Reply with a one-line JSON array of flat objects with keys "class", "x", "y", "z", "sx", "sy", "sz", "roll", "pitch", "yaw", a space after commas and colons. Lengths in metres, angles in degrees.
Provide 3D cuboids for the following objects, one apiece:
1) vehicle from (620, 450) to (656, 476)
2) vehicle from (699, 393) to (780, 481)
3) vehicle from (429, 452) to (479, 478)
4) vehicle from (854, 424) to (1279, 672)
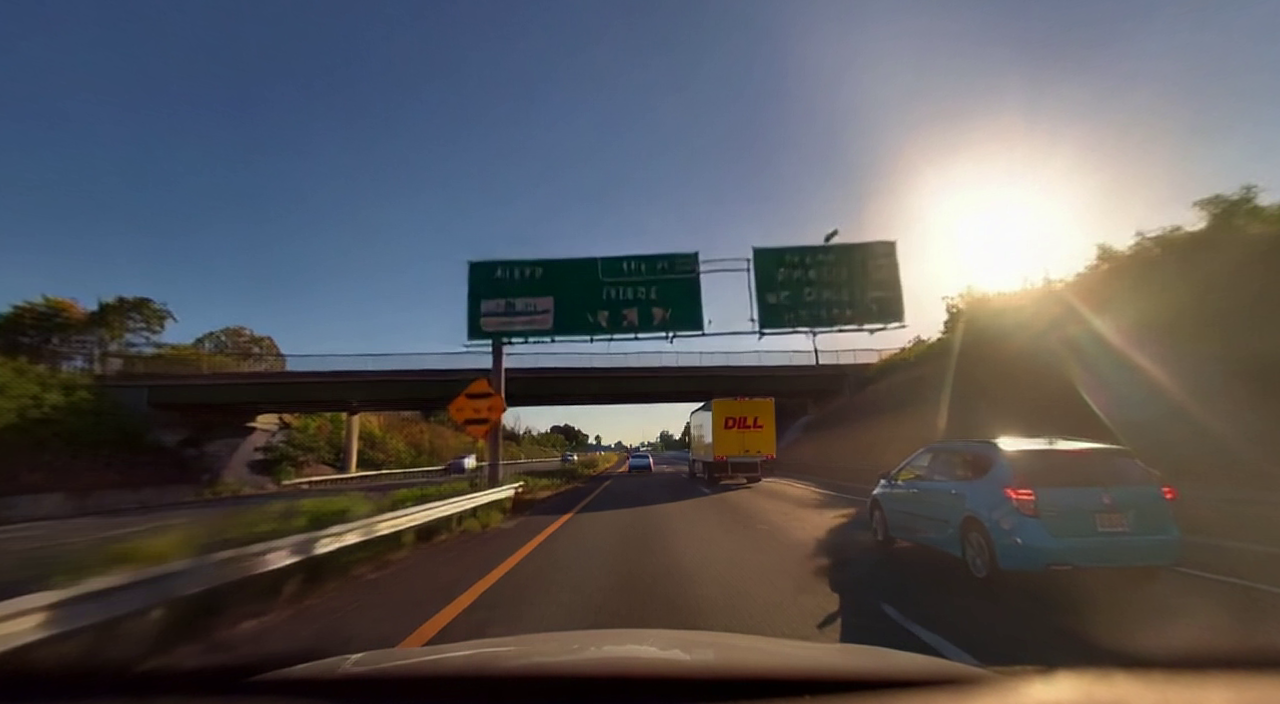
[{"class": "vehicle", "x": -0.104, "y": 6.731, "z": 38.310, "sx": 2.055, "sy": 1.445, "sz": 3.661, "roll": -1, "pitch": -9, "yaw": 0}, {"class": "vehicle", "x": 4.961, "y": 4.522, "z": 33.043, "sx": 2.838, "sy": 3.985, "sz": 8.010, "roll": 0, "pitch": -9, "yaw": 0}, {"class": "vehicle", "x": -12.826, "y": 7.846, "z": 43.828, "sx": 2.029, "sy": 1.656, "sz": 4.587, "roll": -1, "pitch": -9, "yaw": 1}, {"class": "vehicle", "x": 3.693, "y": 1.497, "z": 5.901, "sx": 1.894, "sy": 1.452, "sz": 4.164, "roll": 0, "pitch": -9, "yaw": 0}]
